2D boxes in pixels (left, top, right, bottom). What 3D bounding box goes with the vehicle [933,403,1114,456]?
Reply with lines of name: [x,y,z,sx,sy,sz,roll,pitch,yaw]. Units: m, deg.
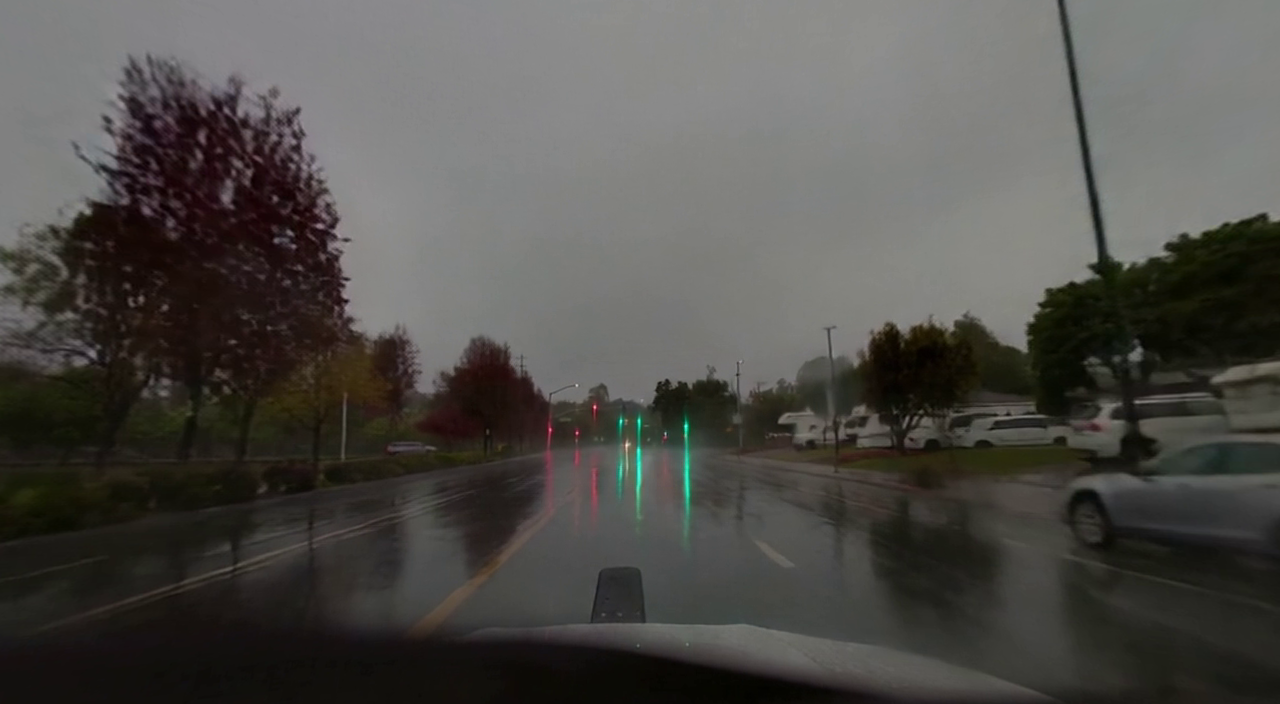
vehicle: [15.639,3.205,26.025,5.979,2.037,2.159,0,-9,0]

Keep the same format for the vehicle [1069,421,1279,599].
vehicle: [6.287,1.338,5.441,1.993,1.461,4.269,1,-9,-4]
